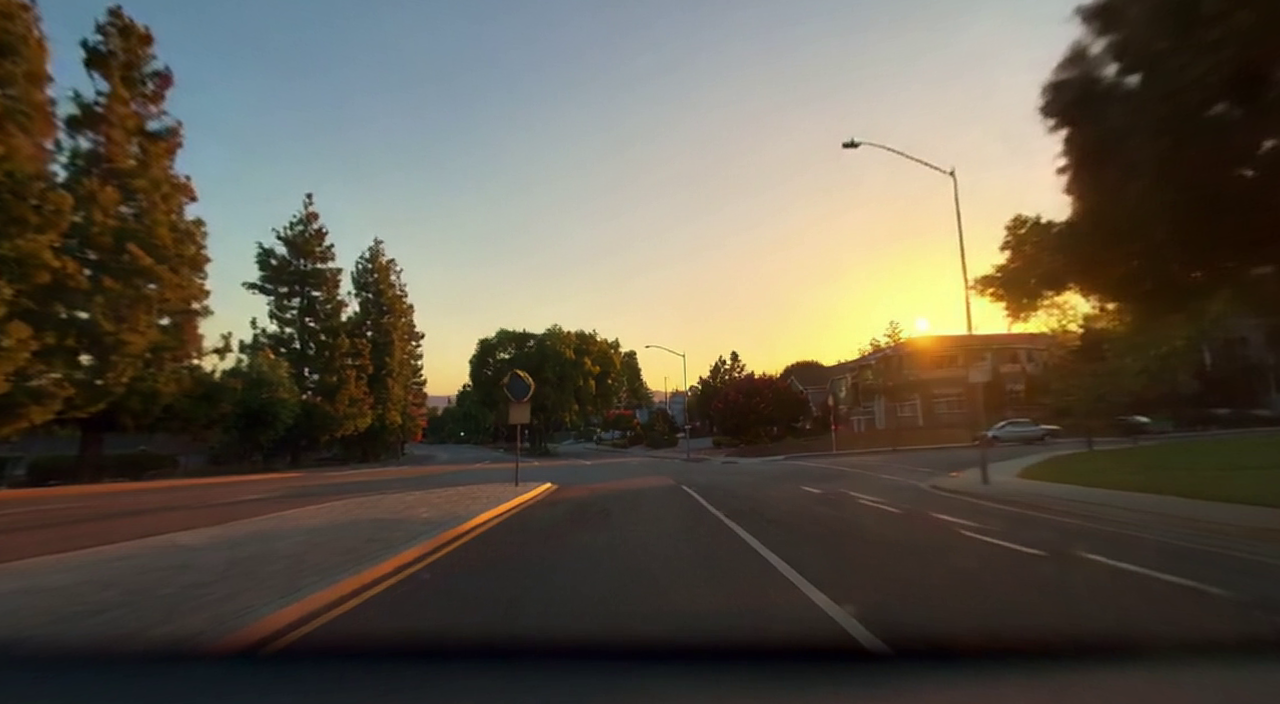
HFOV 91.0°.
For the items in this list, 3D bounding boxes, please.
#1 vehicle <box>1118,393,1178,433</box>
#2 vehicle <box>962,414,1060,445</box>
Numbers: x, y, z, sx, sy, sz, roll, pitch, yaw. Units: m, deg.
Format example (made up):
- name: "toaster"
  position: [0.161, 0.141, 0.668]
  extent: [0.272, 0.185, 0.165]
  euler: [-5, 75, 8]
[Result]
- name: "vehicle"
  position: [29.125, 3.562, 36.016]
  extent: [2.111, 2.008, 4.557]
  euler: [-8, -12, 43]
- name: "vehicle"
  position: [20.644, 4.375, 35.132]
  extent: [4.499, 1.627, 2.003]
  euler: [-5, -10, 33]
